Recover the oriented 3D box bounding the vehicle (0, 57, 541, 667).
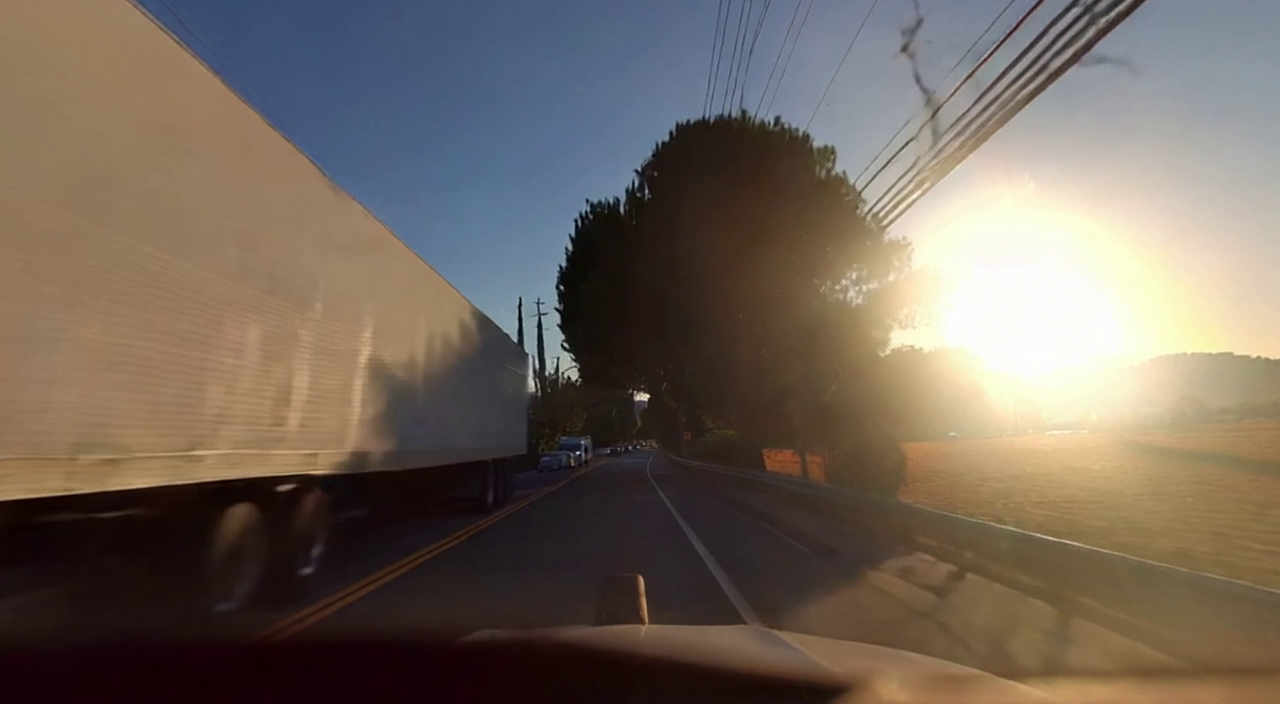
[{"bbox_3d":[-5.018,1.123,12.902,3.452,4.409,16.846,-2,-8,-1],"label":"vehicle"}]

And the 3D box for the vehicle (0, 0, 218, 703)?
[{"bbox_3d":[-4.819,-0.402,1.471,3.544,4.103,5.897,-2,-9,-2],"label":"vehicle"}]

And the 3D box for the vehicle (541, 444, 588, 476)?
[{"bbox_3d":[-4.616,6.631,39.204,2.268,1.661,4.642,-3,-8,0],"label":"vehicle"}]
